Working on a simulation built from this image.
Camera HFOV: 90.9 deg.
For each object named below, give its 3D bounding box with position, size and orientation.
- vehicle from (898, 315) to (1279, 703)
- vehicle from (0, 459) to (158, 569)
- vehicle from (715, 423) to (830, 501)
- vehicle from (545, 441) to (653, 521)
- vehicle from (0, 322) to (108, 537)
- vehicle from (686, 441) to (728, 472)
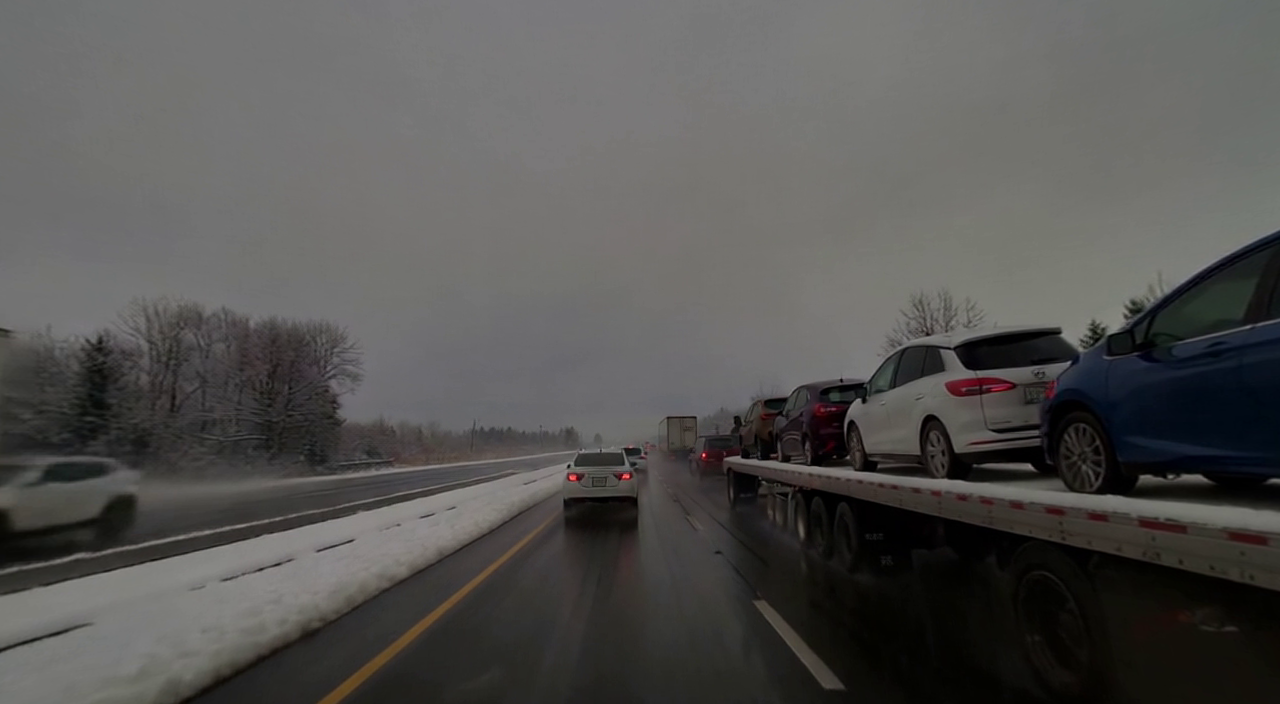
[{"bbox_3d":[3.461,0.958,3.717,1.959,1.783,4.407,0,-9,0],"label":"vehicle"},{"bbox_3d":[-11.011,2.689,10.796,2.221,1.639,4.105,0,-9,0],"label":"vehicle"},{"bbox_3d":[3.511,3.031,17.561,2.303,1.889,3.920,0,-9,0],"label":"vehicle"},{"bbox_3d":[-0.738,2.673,13.503,1.991,1.466,3.675,0,-9,0],"label":"vehicle"},{"bbox_3d":[-15.484,0.913,8.726,3.329,4.567,14.680,0,-9,0],"label":"vehicle"},{"bbox_3d":[3.795,6.019,36.364,1.938,1.660,4.223,0,-9,-1],"label":"vehicle"}]
